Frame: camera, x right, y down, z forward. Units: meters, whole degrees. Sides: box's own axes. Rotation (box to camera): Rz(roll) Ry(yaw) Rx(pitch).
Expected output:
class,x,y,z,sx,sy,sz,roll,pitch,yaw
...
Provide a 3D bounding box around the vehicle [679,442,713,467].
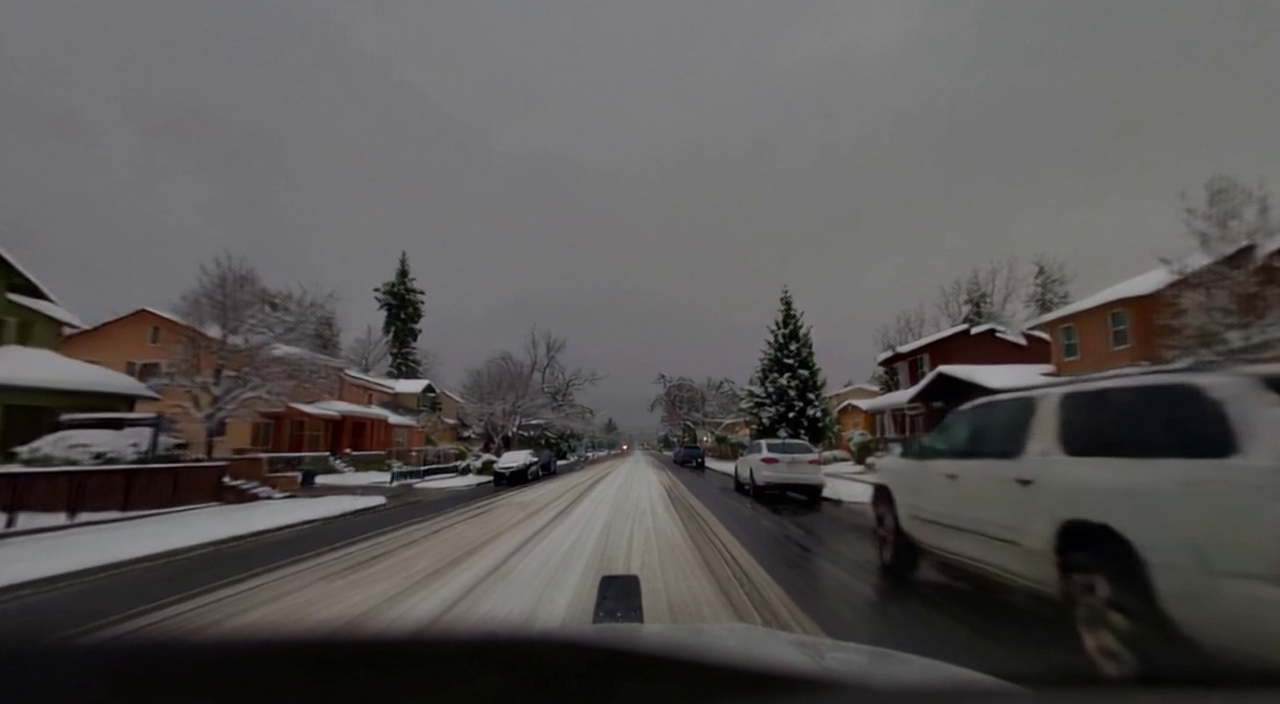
class,x,y,z,sx,sy,sz,roll,pitch,yaw
vehicle,4.205,7.759,47.789,2.136,1.794,4.598,0,-9,0

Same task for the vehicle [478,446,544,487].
class,x,y,z,sx,sy,sz,roll,pitch,yaw
vehicle,-5.822,5.206,29.031,2.027,1.544,4.959,-1,-7,0

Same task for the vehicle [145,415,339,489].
class,x,y,z,sx,sy,sz,roll,pitch,yaw
vehicle,-13.041,3.273,20.837,4.837,1.897,2.228,4,-8,5

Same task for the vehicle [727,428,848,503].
class,x,y,z,sx,sy,sz,roll,pitch,yaw
vehicle,4.135,3.314,18.893,2.311,1.859,5.880,0,-9,1

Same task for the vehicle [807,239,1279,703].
class,x,y,z,sx,sy,sz,roll,pitch,yaw
vehicle,3.835,1.109,5.132,2.952,2.216,7.033,0,-8,0
